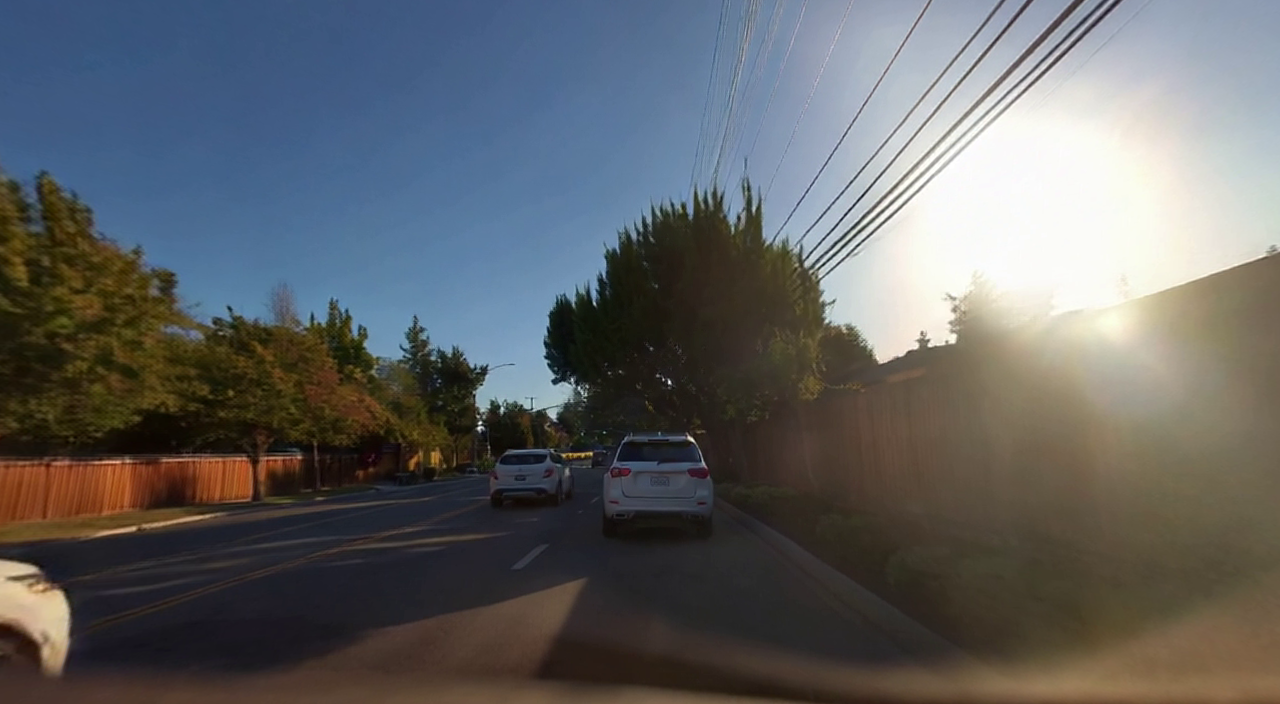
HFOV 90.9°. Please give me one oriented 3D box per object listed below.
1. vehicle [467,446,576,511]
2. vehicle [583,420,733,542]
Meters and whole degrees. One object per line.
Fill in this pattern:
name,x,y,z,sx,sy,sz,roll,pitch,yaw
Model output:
vehicle,-2.926,3.214,16.523,1.979,1.489,4.006,0,-9,1
vehicle,0.290,2.180,11.274,2.174,1.749,4.113,0,-9,1
